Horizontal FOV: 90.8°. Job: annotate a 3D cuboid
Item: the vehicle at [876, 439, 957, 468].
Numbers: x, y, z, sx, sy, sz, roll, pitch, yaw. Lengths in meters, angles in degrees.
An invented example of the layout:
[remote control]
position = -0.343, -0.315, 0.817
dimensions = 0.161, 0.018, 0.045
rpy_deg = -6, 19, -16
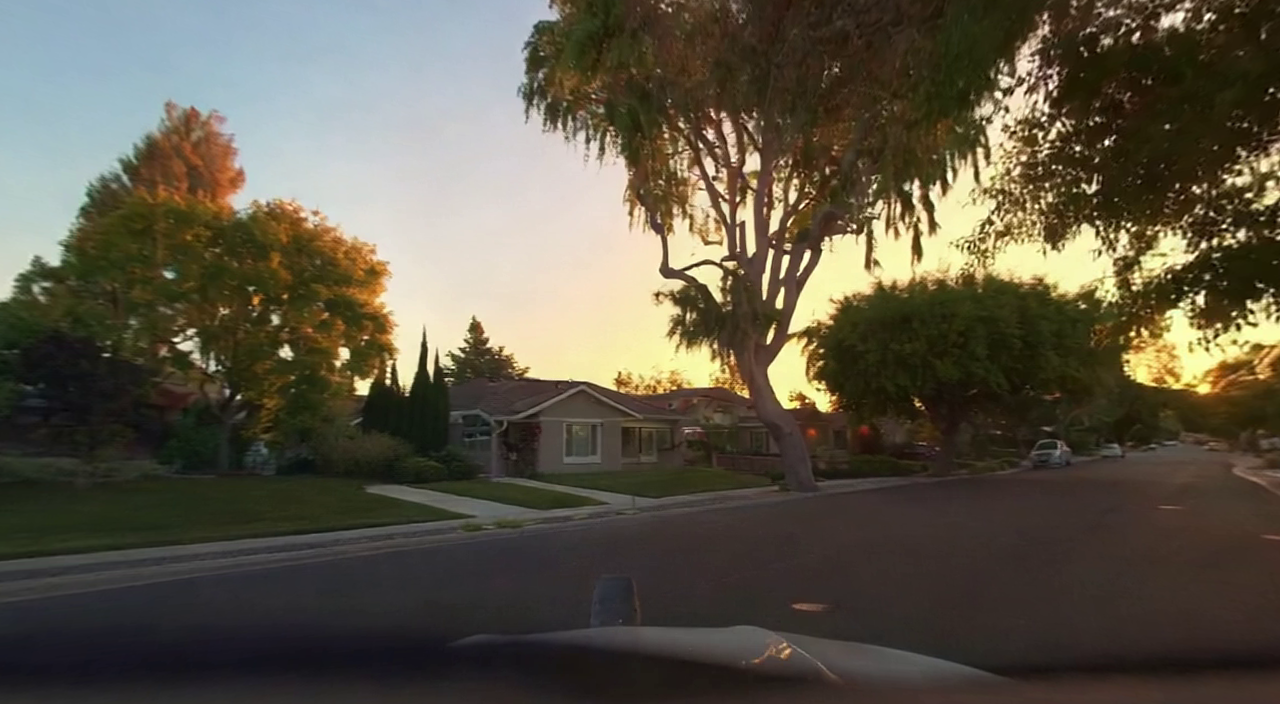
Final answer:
[vehicle]
position = 20.616, 7.574, 47.258
dimensions = 5.033, 1.997, 2.126
rpy_deg = -7, -11, 39
